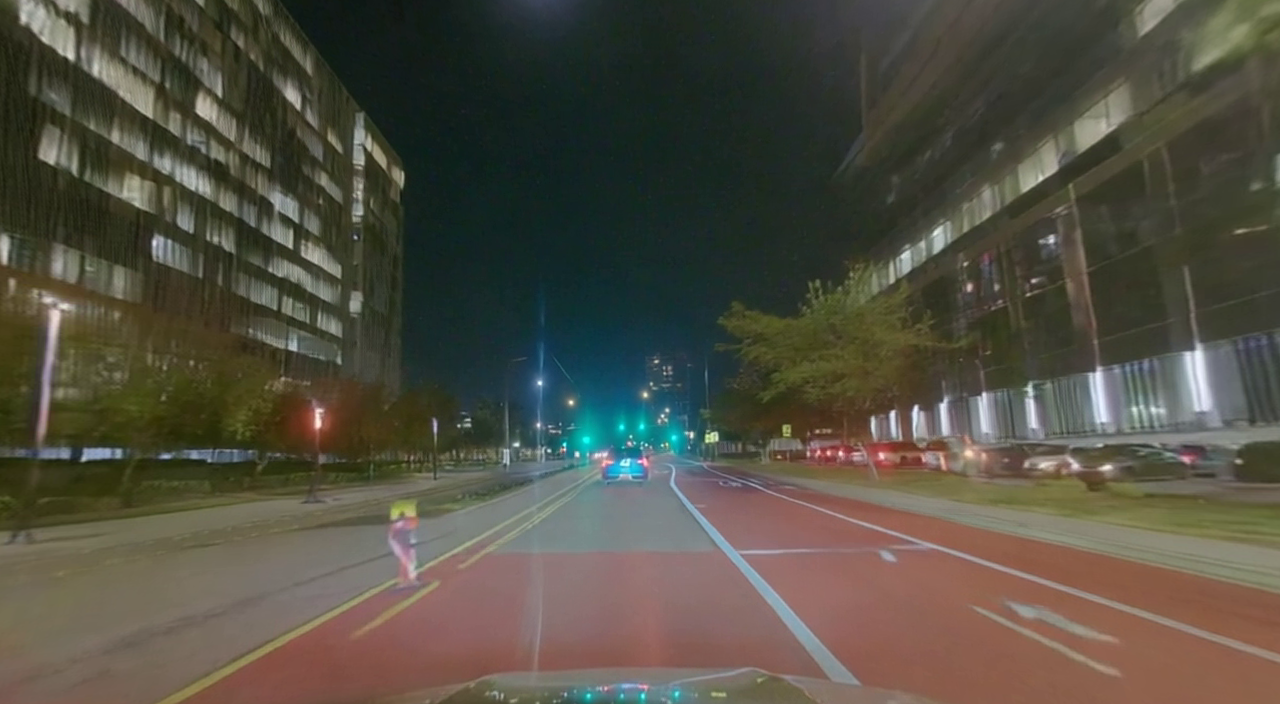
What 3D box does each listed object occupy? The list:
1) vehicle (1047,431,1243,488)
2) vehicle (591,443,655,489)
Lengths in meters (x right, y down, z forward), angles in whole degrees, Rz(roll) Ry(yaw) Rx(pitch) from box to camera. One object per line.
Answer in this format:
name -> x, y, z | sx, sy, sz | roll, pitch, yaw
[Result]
vehicle -> 14.559, 3.108, 18.379 | 4.003, 1.476, 1.884 | -2, -8, 2
vehicle -> -0.600, 3.966, 22.280 | 2.063, 1.442, 4.135 | 0, -9, -2
